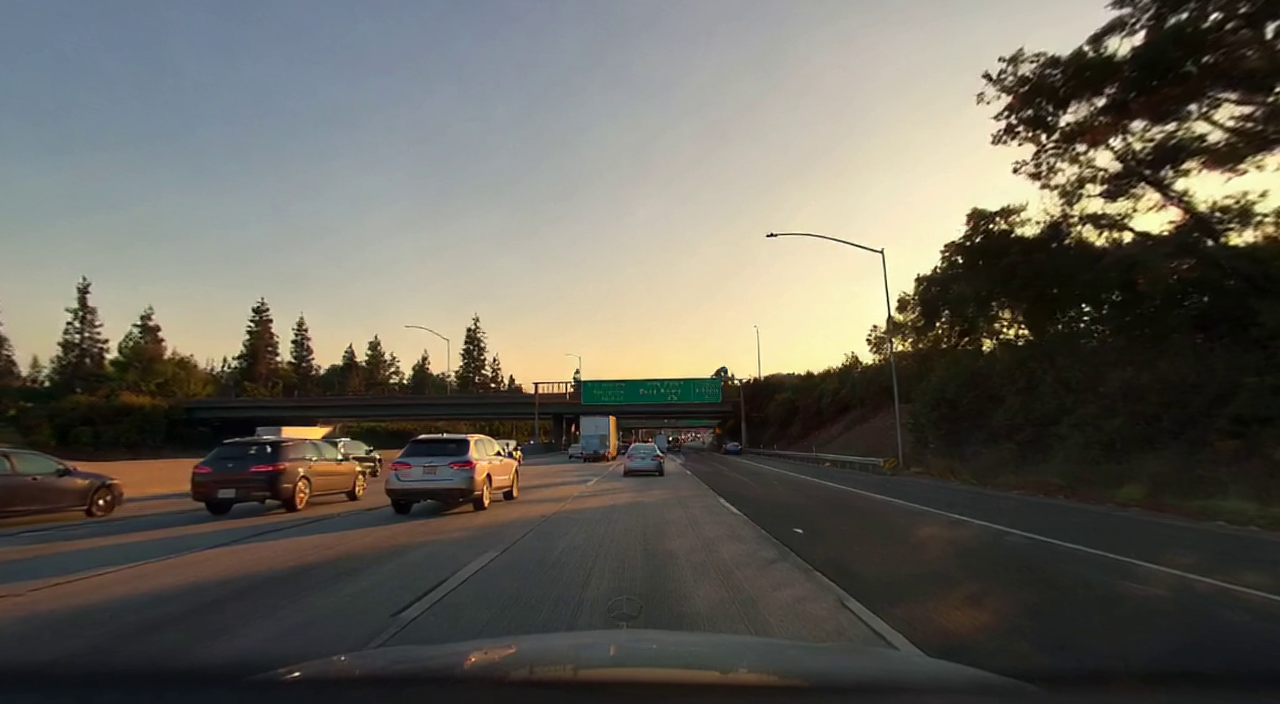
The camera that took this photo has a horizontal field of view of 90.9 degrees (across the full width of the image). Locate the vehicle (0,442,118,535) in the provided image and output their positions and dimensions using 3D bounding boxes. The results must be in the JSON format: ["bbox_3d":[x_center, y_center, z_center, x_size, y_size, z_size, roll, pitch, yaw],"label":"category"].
[{"bbox_3d":[-11.059,2.141,9.858,1.911,1.457,4.423,0,-8,2],"label":"vehicle"}]

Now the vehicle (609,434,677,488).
[{"bbox_3d":[0.148,3.790,22.301,2.180,1.716,3.920,0,-8,1],"label":"vehicle"}]

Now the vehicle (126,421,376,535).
[{"bbox_3d":[-7.011,2.292,12.057,1.998,1.770,4.222,0,-8,1],"label":"vehicle"}]

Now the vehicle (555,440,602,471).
[{"bbox_3d":[-3.503,5.995,36.889,2.243,1.683,4.178,0,-8,1],"label":"vehicle"}]

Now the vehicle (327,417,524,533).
[{"bbox_3d":[-3.777,2.255,12.168,2.125,1.792,4.466,0,-8,1],"label":"vehicle"}]

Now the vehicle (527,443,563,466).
[{"bbox_3d":[-7.010,7.579,46.948,1.872,1.602,4.029,0,-8,2],"label":"vehicle"}]
